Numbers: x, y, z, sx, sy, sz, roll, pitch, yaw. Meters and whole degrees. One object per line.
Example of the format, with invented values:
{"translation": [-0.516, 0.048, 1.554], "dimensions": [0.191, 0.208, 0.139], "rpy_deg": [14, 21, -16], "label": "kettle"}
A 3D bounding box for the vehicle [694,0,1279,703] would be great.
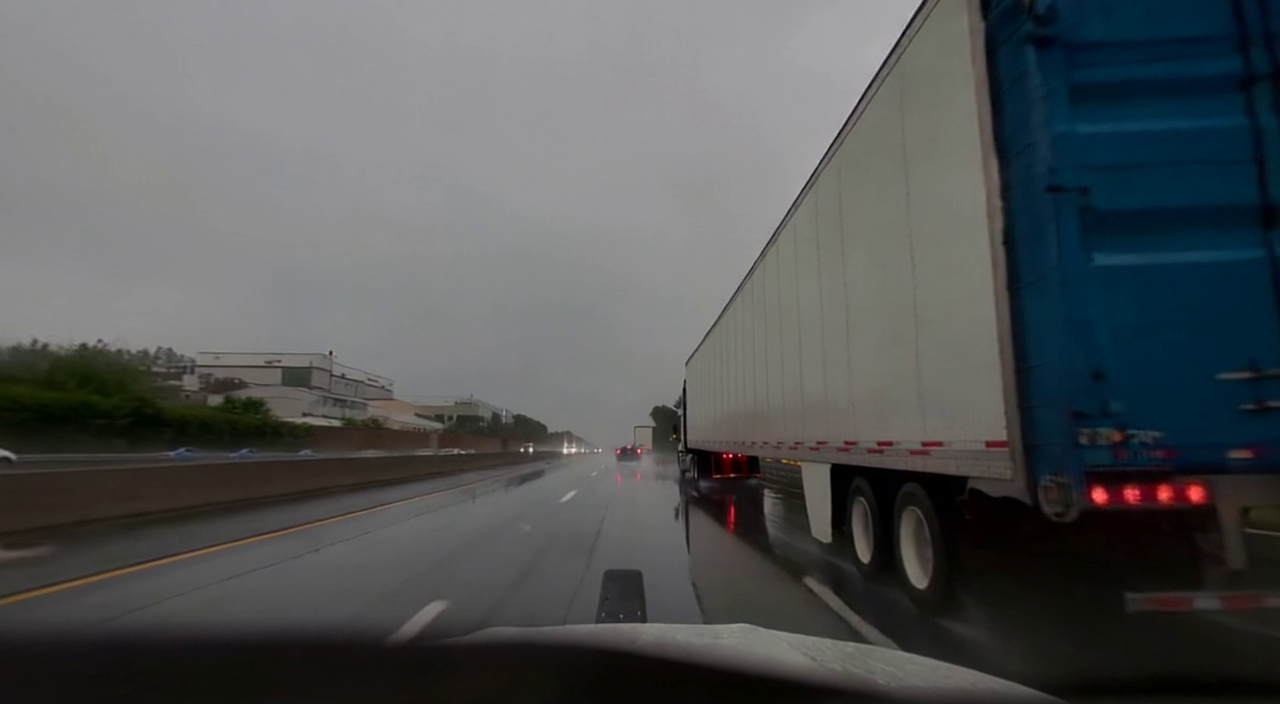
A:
{"translation": [3.304, 0.838, 10.726], "dimensions": [2.996, 4.123, 15.965], "rpy_deg": [0, -9, -1], "label": "vehicle"}

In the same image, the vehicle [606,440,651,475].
{"translation": [-0.609, 5.544, 33.275], "dimensions": [2.191, 1.685, 4.015], "rpy_deg": [0, -9, -1], "label": "vehicle"}
